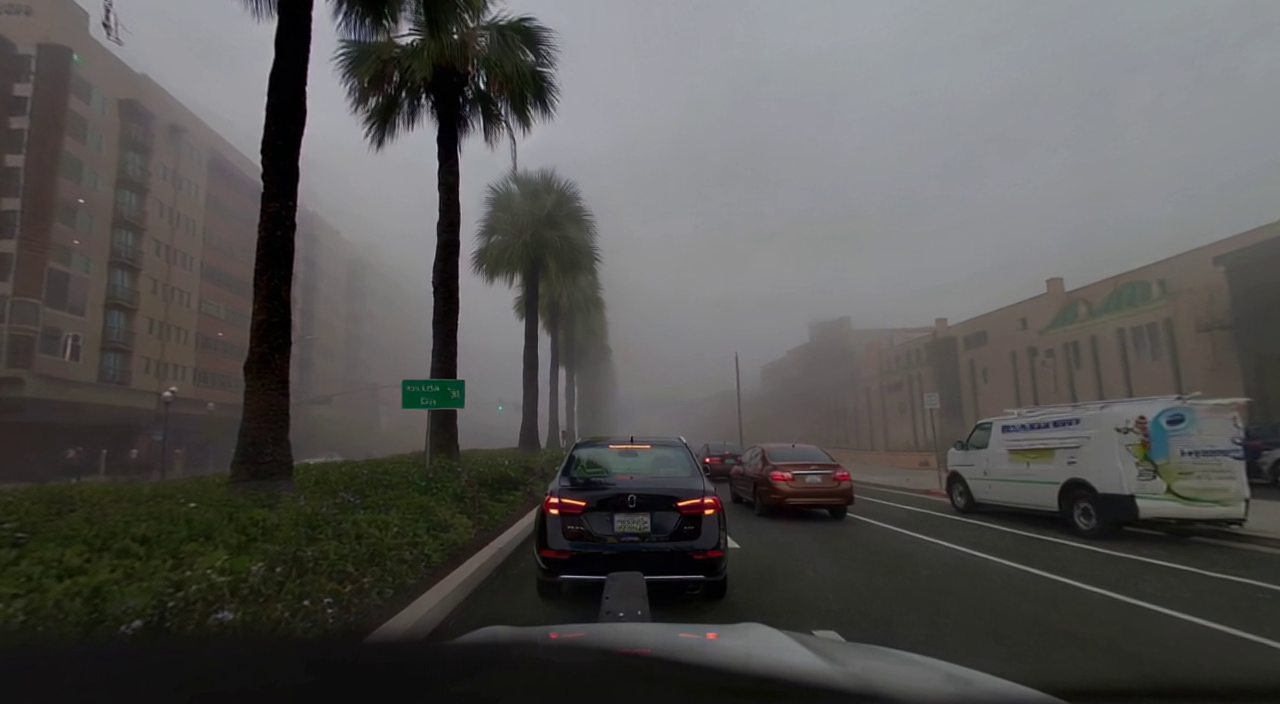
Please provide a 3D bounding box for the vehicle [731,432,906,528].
[{"bbox_3d":[3.085,2.310,12.036,1.925,1.451,4.436,0,-8,-2],"label":"vehicle"}]

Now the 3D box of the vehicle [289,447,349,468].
[{"bbox_3d":[-23.877,7.841,47.235,1.972,1.425,4.765,0,-8,0],"label":"vehicle"}]

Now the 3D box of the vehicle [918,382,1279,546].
[{"bbox_3d":[7.194,1.839,10.911,2.254,2.072,5.577,0,-8,1],"label":"vehicle"}]

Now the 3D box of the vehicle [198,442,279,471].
[{"bbox_3d":[-28.342,7.348,44.842,2.115,1.884,5.481,0,-8,0],"label":"vehicle"}]

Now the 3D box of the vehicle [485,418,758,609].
[{"bbox_3d":[-0.154,1.577,7.052,2.158,1.498,3.919,0,-8,0],"label":"vehicle"}]
